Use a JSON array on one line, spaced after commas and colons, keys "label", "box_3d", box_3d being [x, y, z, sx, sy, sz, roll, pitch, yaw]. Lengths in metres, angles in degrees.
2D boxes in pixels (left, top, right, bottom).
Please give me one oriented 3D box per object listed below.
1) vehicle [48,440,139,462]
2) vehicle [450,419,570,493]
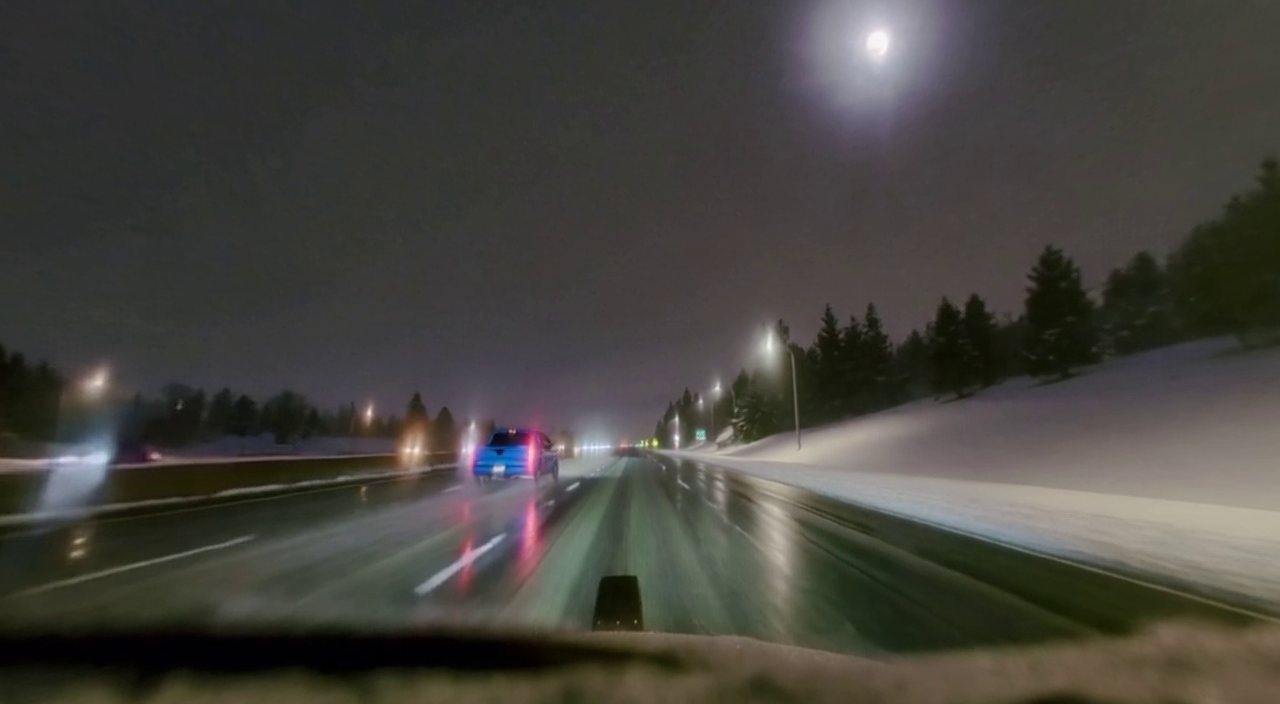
[{"label": "vehicle", "box_3d": [-29.162, 5.286, 33.859, 1.715, 1.071, 3.638, 1, -7, -2]}, {"label": "vehicle", "box_3d": [-3.937, 3.307, 20.506, 2.529, 2.003, 5.904, 0, -8, 1]}]
